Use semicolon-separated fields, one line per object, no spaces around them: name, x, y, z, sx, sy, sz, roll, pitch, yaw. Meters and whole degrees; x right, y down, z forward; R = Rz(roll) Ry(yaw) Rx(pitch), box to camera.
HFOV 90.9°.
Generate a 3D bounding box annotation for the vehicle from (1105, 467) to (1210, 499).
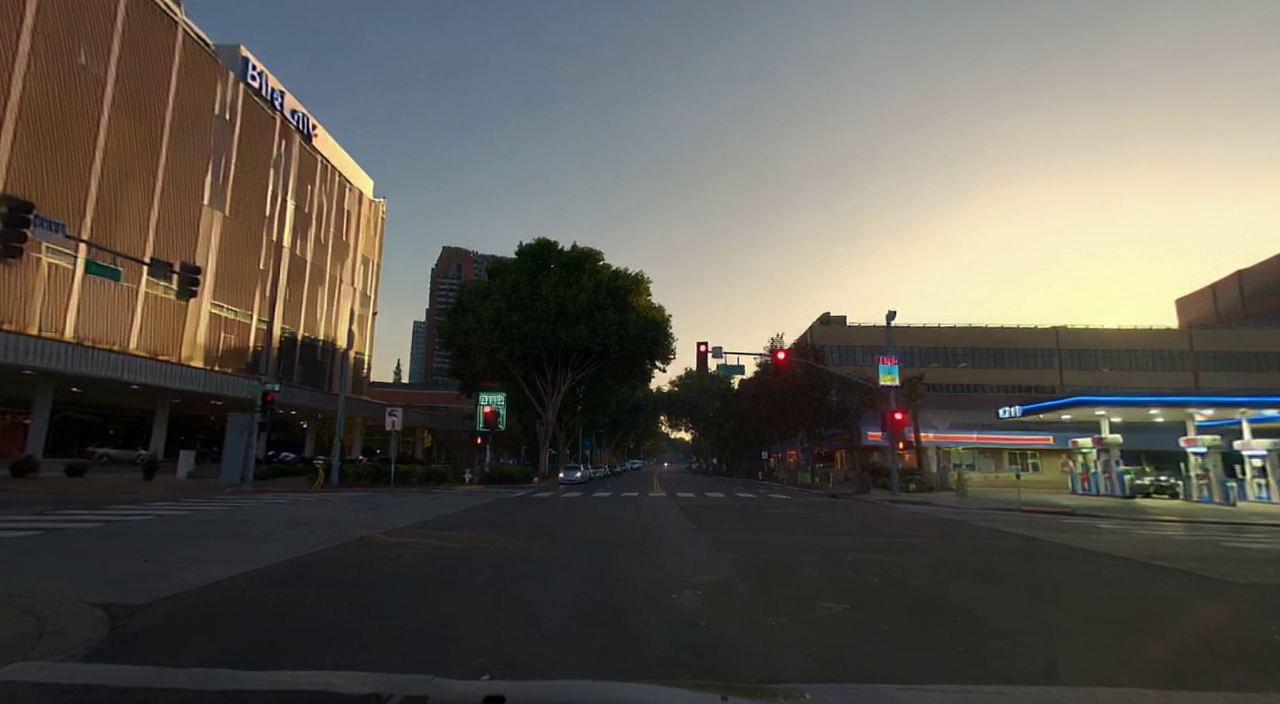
vehicle;28.022;7.065;34.338;1.897;1.466;4.211;1;-8;-6
